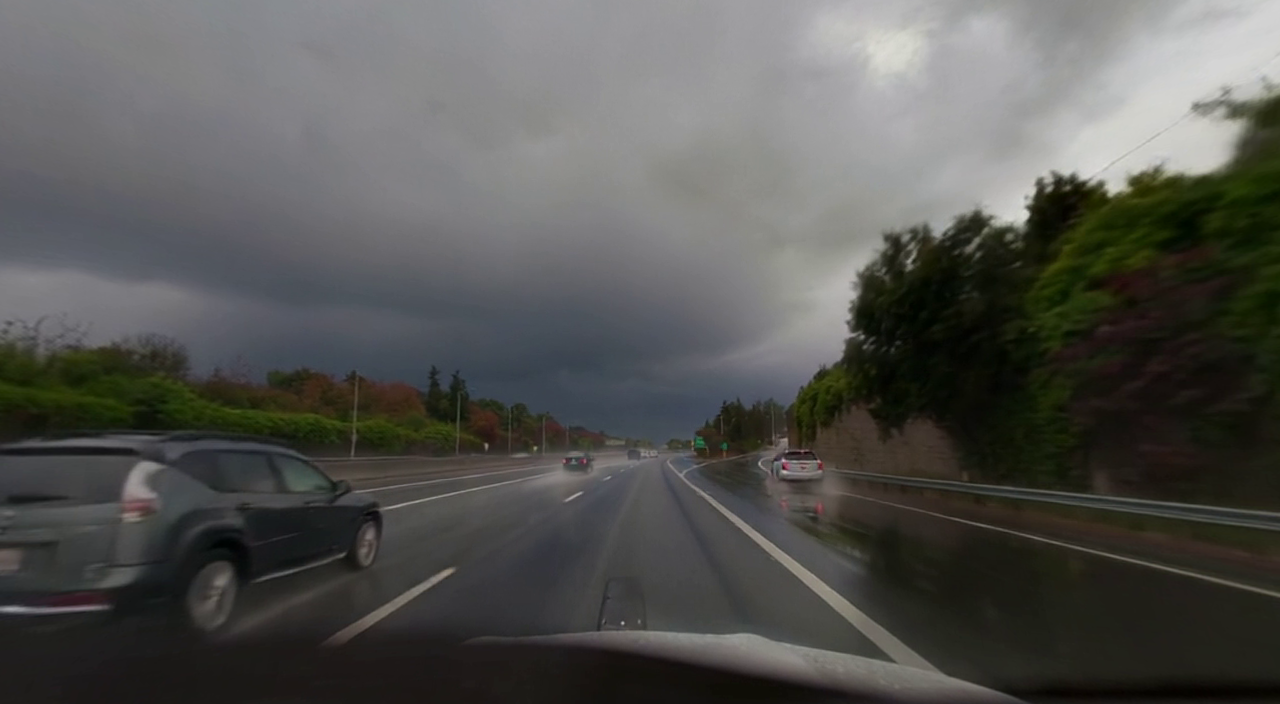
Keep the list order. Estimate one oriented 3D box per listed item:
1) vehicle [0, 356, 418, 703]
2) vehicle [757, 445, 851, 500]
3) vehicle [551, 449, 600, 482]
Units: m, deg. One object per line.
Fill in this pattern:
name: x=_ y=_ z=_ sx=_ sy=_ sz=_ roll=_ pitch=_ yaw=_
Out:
vehicle: x=-3.539 y=1.188 z=4.559 sx=2.263 sy=1.696 sz=4.321 roll=0 pitch=-9 yaw=0
vehicle: x=5.150 y=3.832 z=20.474 sx=2.020 sy=1.548 sz=4.715 roll=0 pitch=-9 yaw=3
vehicle: x=-3.208 y=5.768 z=32.228 sx=1.997 sy=1.540 sz=3.906 roll=0 pitch=-9 yaw=1
